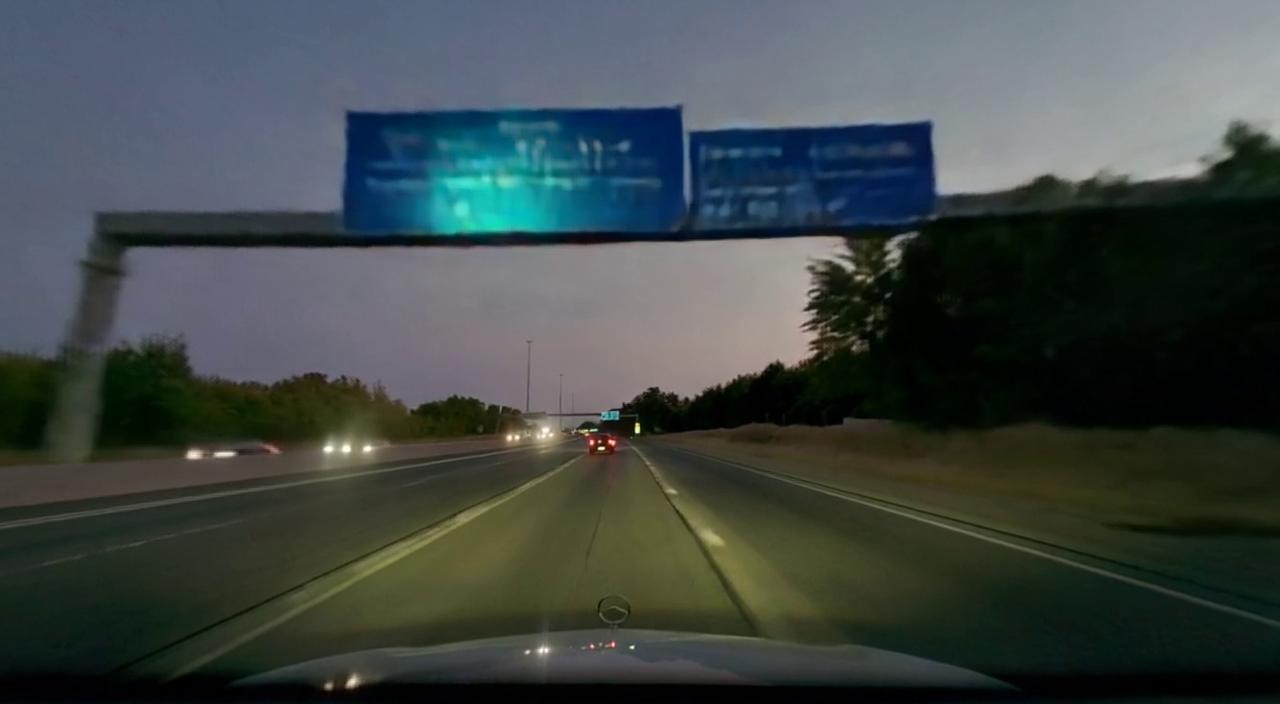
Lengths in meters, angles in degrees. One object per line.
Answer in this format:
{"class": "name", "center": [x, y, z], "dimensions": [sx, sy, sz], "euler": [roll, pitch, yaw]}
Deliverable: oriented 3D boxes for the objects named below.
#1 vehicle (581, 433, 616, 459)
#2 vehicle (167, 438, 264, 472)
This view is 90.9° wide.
{"class": "vehicle", "center": [-2.455, 5.604, 37.808], "dimensions": [2.000, 1.491, 3.913], "euler": [0, -8, -3]}
{"class": "vehicle", "center": [-20.170, 4.876, 30.185], "dimensions": [1.779, 1.493, 4.198], "euler": [0, -8, -1]}
